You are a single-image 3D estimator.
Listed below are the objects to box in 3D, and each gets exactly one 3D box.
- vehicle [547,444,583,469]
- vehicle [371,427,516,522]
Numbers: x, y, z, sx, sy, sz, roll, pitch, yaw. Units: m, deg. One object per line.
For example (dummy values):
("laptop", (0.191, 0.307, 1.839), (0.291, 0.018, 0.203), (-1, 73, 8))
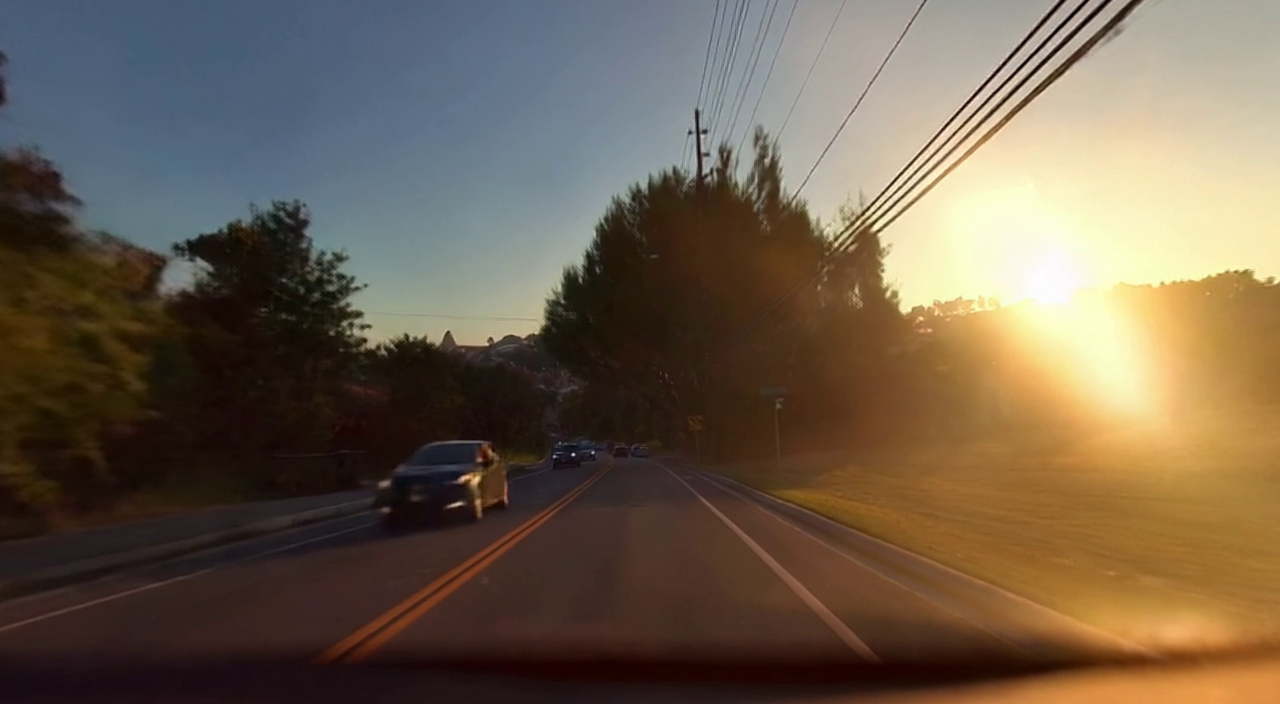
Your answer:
("vehicle", (-5.288, 7.430, 45.118), (2.114, 1.712, 4.340), (0, -8, -2))
("vehicle", (-4.269, 2.715, 14.569), (1.968, 1.813, 4.409), (0, -8, -1))
